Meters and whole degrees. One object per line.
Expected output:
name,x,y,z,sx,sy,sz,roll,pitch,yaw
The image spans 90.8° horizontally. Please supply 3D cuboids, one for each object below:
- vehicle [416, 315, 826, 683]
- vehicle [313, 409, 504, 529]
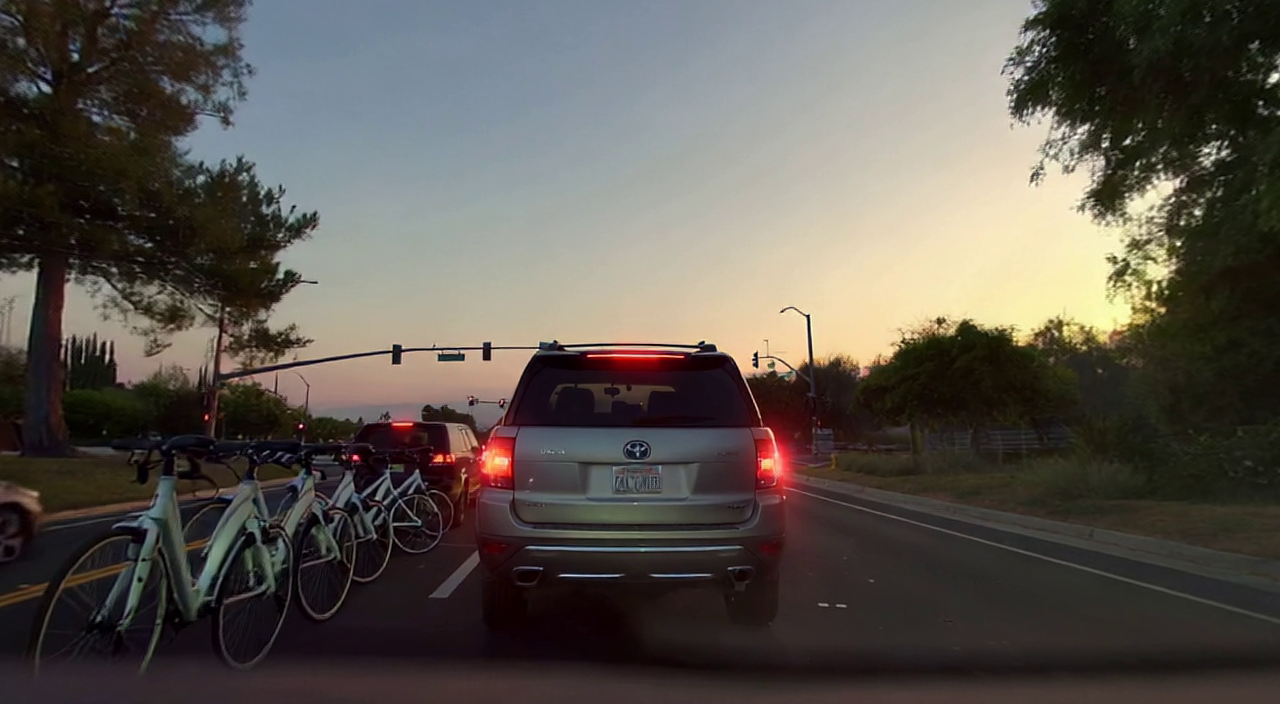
vehicle,-0.246,1.157,6.005,2.333,2.087,4.586,0,-8,-4
vehicle,-4.205,2.232,12.659,2.337,1.858,5.409,1,-9,-7
